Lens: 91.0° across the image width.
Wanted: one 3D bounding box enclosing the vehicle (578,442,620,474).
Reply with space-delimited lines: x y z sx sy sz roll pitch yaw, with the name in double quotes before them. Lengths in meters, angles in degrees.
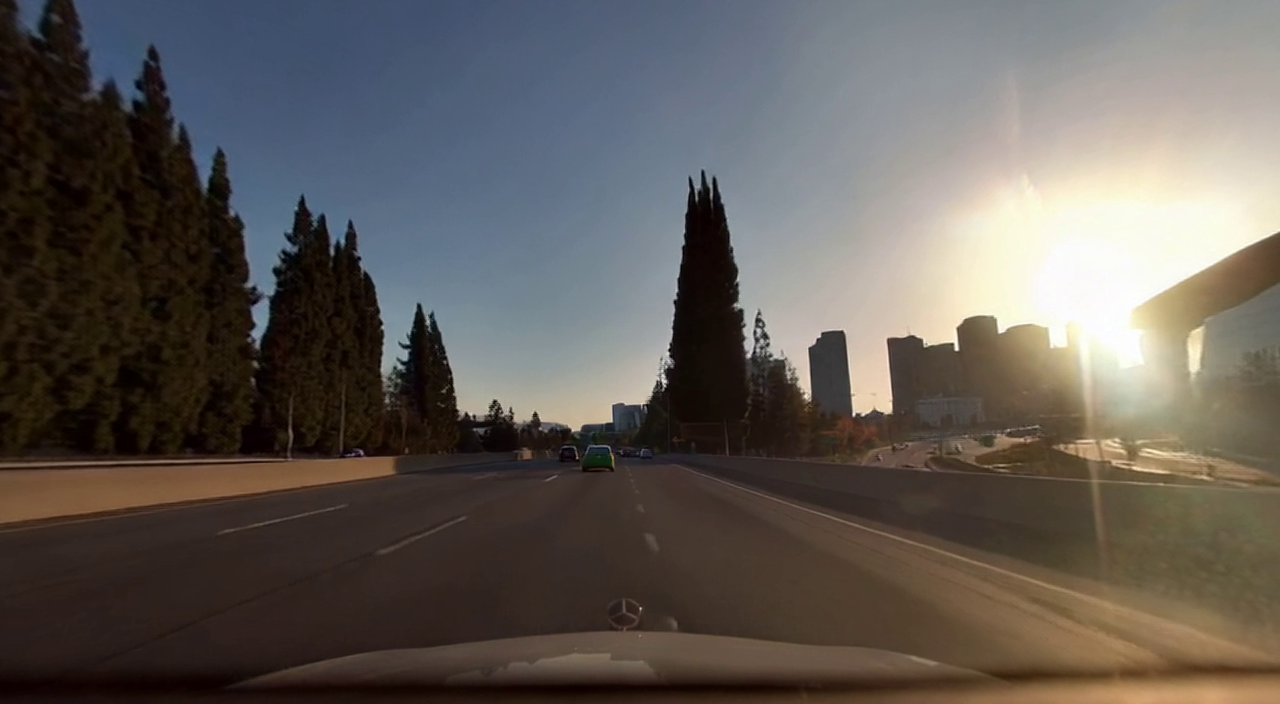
"vehicle" -2.391 6.372 38.118 2.302 1.810 4.707 0 -9 -1
